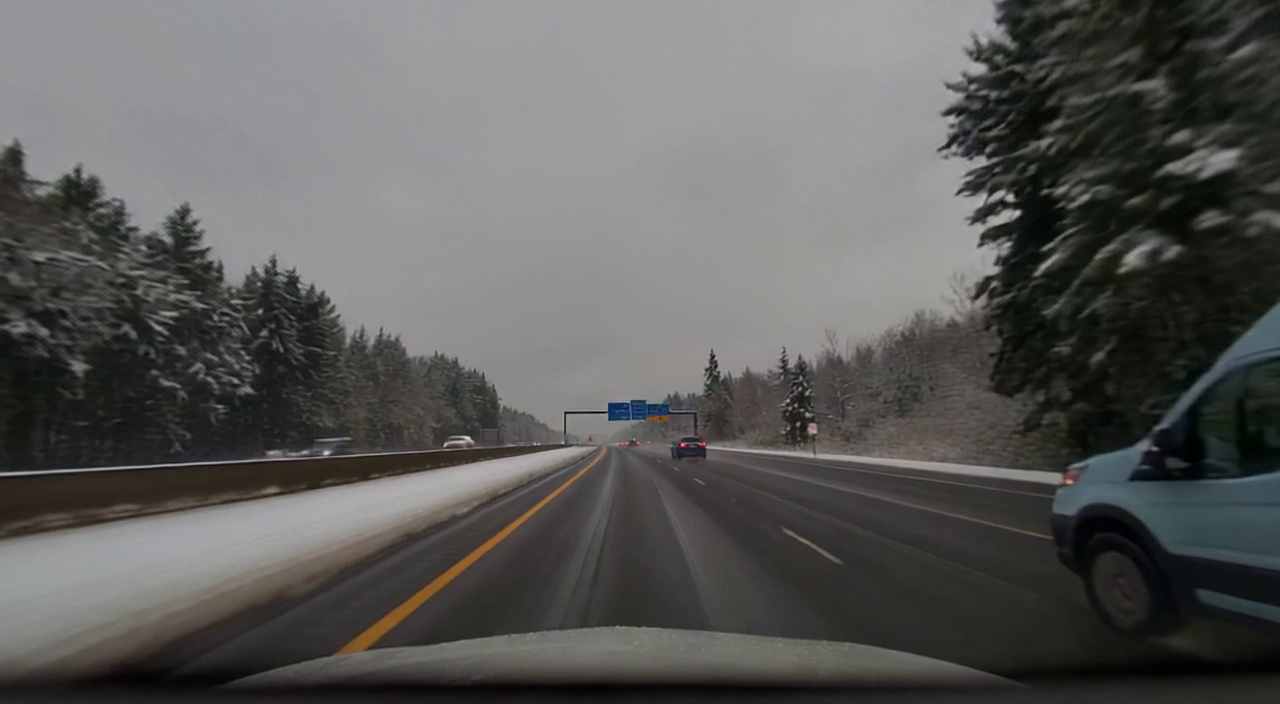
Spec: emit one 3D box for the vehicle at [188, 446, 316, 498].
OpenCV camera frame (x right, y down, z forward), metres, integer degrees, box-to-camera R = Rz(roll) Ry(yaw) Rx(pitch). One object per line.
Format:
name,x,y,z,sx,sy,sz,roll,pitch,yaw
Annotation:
vehicle,-12.836,3.947,21.190,1.820,1.509,3.968,0,-8,-1

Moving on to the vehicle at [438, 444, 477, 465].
vehicle,-13.570,7.623,46.999,1.966,1.488,3.645,0,-8,-2

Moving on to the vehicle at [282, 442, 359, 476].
vehicle,-17.079,5.728,33.972,1.847,1.643,4.549,0,-8,-1

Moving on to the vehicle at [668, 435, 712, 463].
vehicle,2.800,5.561,36.277,1.958,1.526,4.227,0,-8,-3
